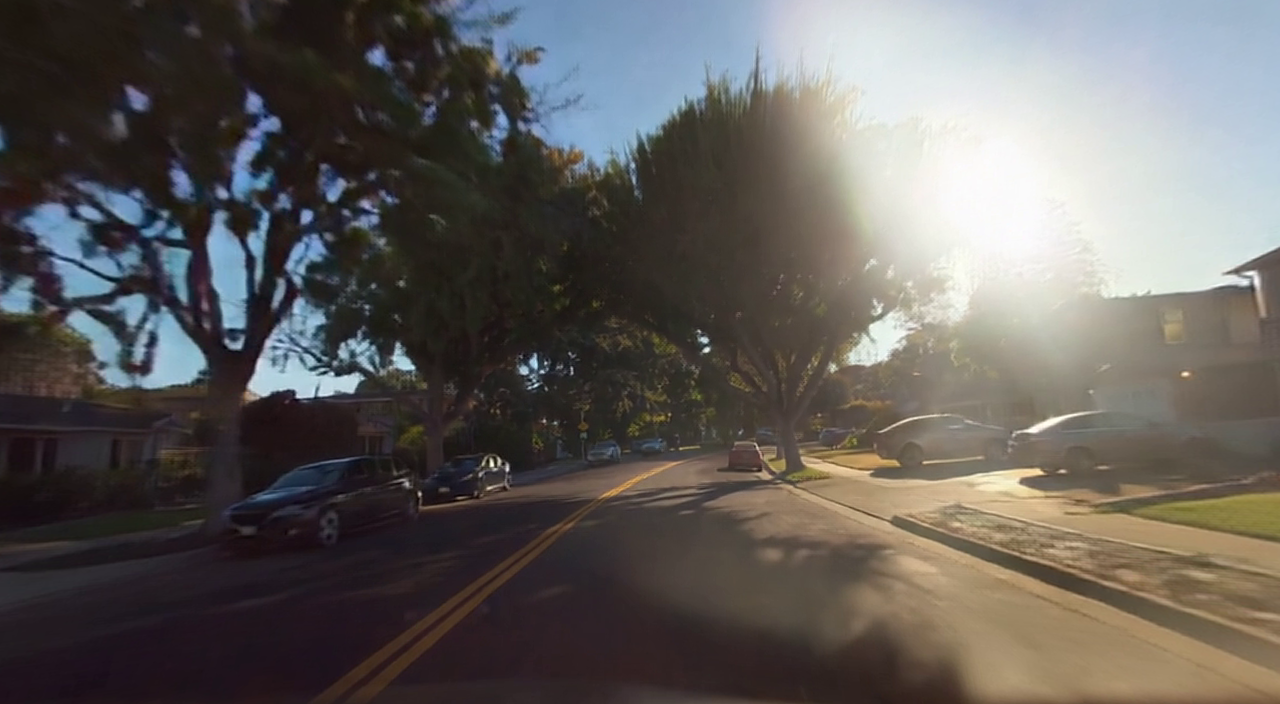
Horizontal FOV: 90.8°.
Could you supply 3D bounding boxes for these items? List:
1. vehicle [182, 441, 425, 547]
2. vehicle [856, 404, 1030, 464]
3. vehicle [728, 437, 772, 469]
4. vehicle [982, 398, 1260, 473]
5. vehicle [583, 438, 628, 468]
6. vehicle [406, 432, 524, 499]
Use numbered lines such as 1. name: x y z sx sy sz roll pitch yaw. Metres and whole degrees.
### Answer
1. vehicle: -5.660 2.568 11.389 1.886 1.494 4.149 -2 -13 3
2. vehicle: 10.444 2.901 22.188 5.009 1.906 2.046 -2 -8 8
3. vehicle: 5.570 5.149 32.404 1.972 1.460 4.137 -2 -8 7
4. vehicle: 10.855 1.924 14.571 4.744 1.507 1.953 -1 -7 1
5. vehicle: -2.138 6.470 40.184 2.005 1.557 4.172 -3 -14 8
6. vehicle: -5.012 3.494 18.809 1.972 1.536 4.347 -4 -15 4
